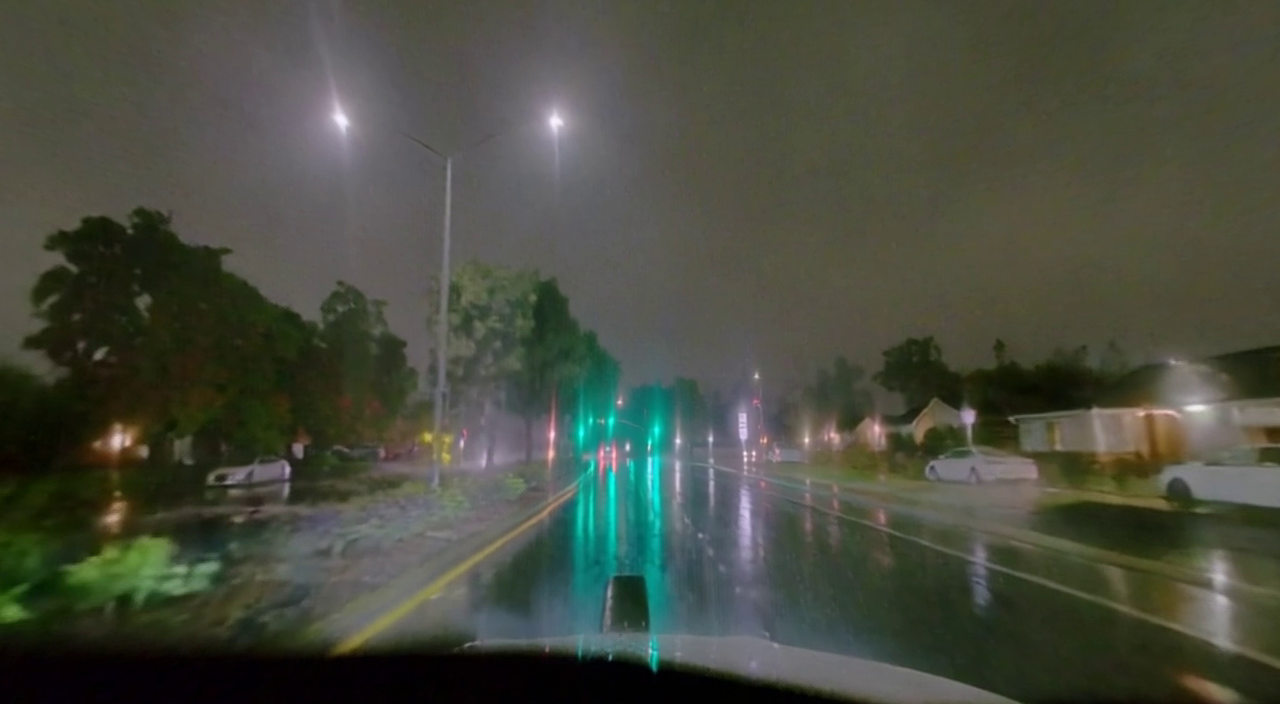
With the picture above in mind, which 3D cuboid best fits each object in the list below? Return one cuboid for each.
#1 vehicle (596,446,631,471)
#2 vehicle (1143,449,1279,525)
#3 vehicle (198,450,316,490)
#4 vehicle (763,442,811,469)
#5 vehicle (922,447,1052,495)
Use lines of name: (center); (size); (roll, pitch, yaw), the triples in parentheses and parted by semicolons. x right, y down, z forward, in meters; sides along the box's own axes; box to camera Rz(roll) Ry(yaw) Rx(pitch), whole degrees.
vehicle: (-1.710, 6.738, 40.051); (2.113, 1.462, 4.203); (1, -9, -4)
vehicle: (11.603, 2.296, 10.835); (2.015, 1.231, 4.748); (0, -9, 0)
vehicle: (-15.330, 4.713, 25.564); (2.070, 1.469, 4.524); (0, -9, -2)
vehicle: (10.227, 7.245, 44.211); (2.145, 1.795, 4.992); (0, -9, -1)
vehicle: (11.650, 3.986, 21.573); (1.839, 1.445, 4.484); (0, -9, -1)
